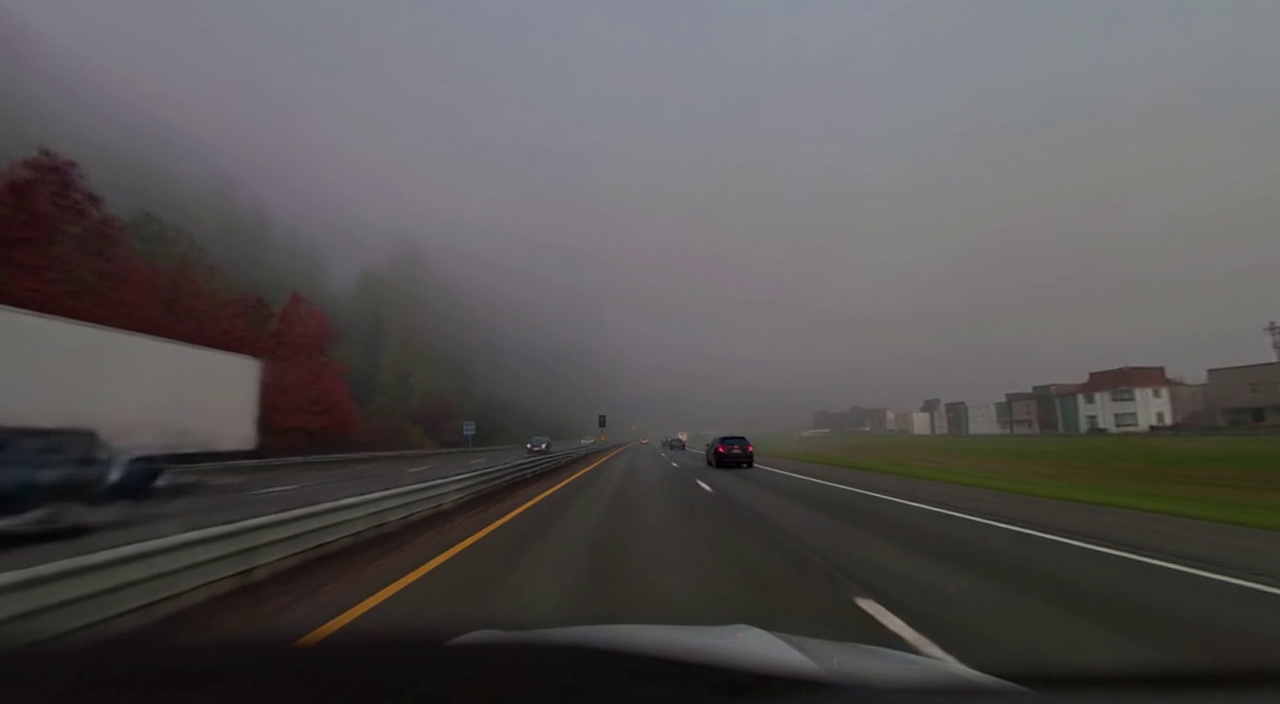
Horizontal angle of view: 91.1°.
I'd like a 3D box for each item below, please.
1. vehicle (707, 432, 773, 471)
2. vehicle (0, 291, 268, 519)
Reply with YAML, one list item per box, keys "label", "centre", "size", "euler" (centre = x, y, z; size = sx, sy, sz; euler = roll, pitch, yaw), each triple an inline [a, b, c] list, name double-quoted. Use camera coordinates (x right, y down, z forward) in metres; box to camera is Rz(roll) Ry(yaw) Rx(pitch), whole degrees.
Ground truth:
- label: "vehicle"
  centre: [4.185, 4.234, 26.970]
  size: [2.024, 1.516, 4.197]
  euler: [0, -8, -1]
- label: "vehicle"
  centre: [-12.981, 1.103, 12.344]
  size: [2.930, 4.068, 13.664]
  euler: [0, -8, 0]
